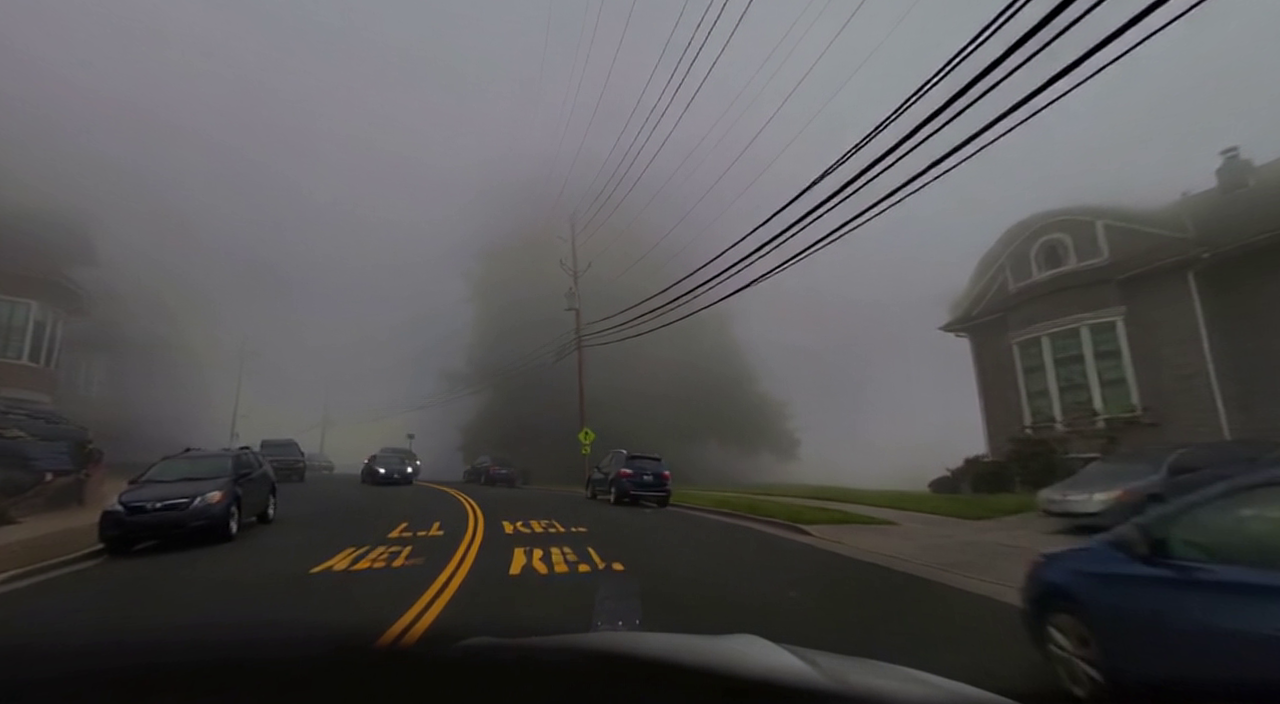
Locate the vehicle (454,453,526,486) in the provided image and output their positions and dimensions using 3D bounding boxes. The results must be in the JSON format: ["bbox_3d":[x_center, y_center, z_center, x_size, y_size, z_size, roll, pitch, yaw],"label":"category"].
[{"bbox_3d":[-8.020,6.192,33.522,1.923,1.531,4.568,8,-12,-37],"label":"vehicle"}]

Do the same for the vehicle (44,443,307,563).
[{"bbox_3d":[-7.903,2.514,11.457,2.023,1.674,4.556,1,-9,-12],"label":"vehicle"}]

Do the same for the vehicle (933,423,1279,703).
[{"bbox_3d":[3.191,0.978,2.094,2.078,1.484,4.589,0,-9,-2],"label":"vehicle"}]

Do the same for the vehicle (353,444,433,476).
[{"bbox_3d":[-17.077,7.445,43.544,5.504,1.869,2.449,-7,-17,38],"label":"vehicle"}]

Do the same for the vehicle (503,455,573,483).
[{"bbox_3d":[-6.592,7.587,41.153,2.023,1.586,4.163,-9,-11,42],"label":"vehicle"}]

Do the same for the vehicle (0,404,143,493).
[{"bbox_3d":[-15.556,2.236,14.613,5.822,1.956,2.355,4,-9,-24],"label":"vehicle"}]

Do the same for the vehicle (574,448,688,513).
[{"bbox_3d":[-0.428,3.771,19.129,1.994,1.682,4.750,4,-9,-19],"label":"vehicle"}]
